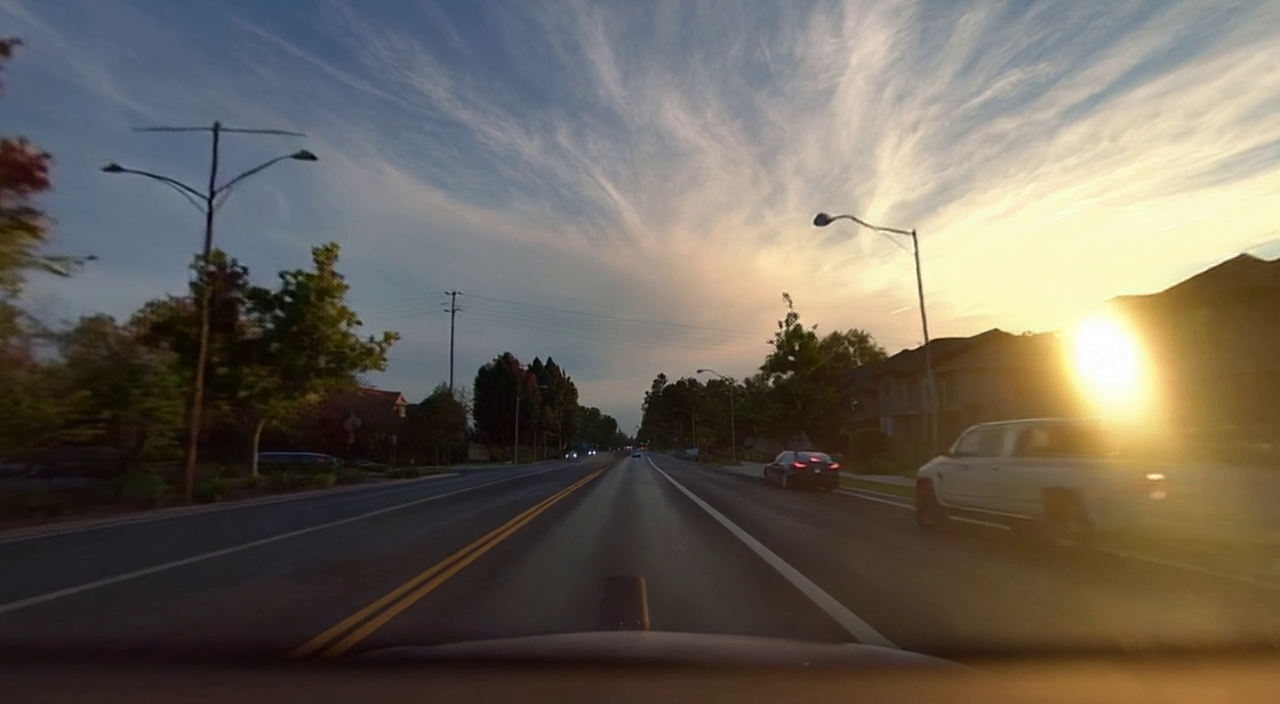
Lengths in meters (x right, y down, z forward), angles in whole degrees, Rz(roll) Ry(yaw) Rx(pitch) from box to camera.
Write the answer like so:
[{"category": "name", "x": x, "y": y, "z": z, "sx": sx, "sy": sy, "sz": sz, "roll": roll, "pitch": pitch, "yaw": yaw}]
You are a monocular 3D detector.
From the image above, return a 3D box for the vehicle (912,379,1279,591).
[{"category": "vehicle", "x": 6.366, "y": 1.776, "z": 9.324, "sx": 2.275, "sy": 2.132, "sz": 5.726, "roll": 0, "pitch": -9, "yaw": 2}]

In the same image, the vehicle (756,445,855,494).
[{"category": "vehicle", "x": 5.952, "y": 4.302, "z": 23.465, "sx": 2.282, "sy": 1.566, "sz": 4.705, "roll": -1, "pitch": -9, "yaw": -1}]
